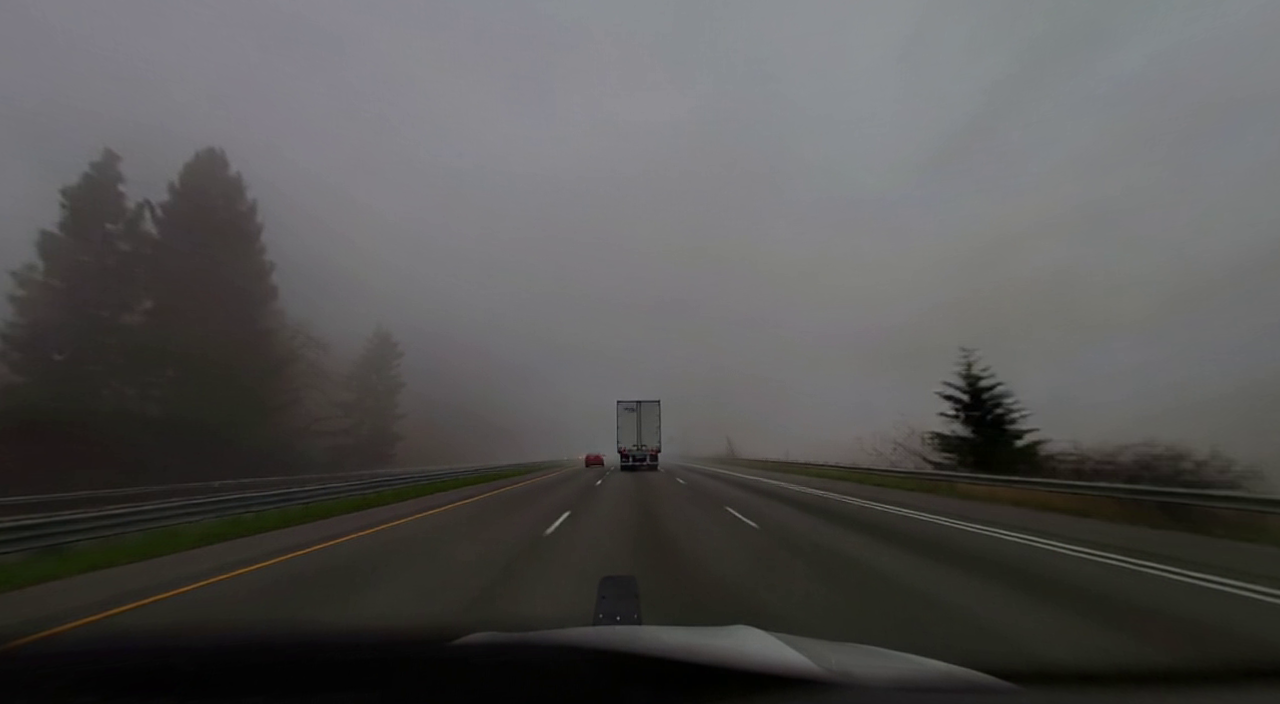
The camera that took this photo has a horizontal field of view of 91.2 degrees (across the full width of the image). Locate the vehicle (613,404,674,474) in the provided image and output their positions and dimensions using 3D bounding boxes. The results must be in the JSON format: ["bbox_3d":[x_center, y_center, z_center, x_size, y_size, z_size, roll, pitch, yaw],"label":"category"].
[{"bbox_3d":[0.141,6.382,45.049,3.537,4.071,17.399,0,-9,0],"label":"vehicle"}]
